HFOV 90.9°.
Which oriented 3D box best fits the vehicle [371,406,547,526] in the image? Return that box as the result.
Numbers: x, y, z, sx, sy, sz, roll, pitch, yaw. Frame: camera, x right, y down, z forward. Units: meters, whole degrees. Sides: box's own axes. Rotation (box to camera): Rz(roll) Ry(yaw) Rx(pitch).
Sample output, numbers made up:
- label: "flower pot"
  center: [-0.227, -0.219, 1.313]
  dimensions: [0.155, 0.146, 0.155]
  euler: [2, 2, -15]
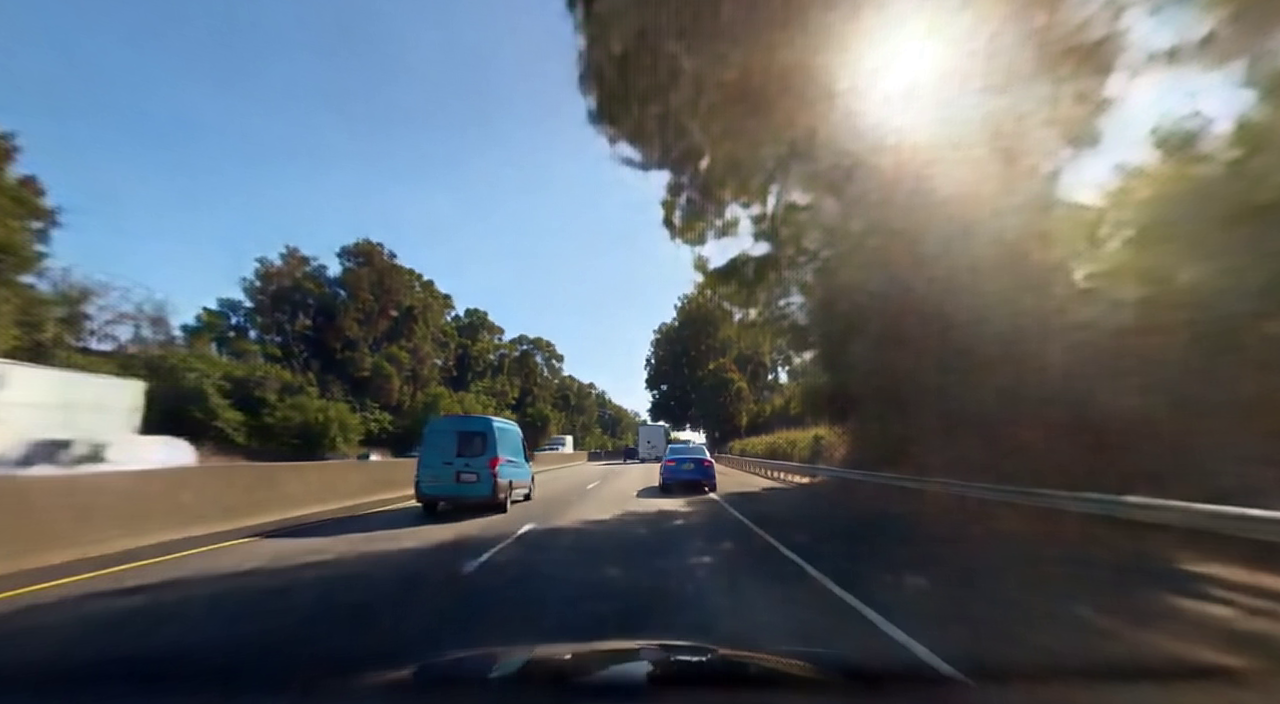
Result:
- label: "vehicle"
  center: [-3.483, 2.343, 13.387]
  dimensions: [2.217, 2.033, 4.975]
  euler: [0, -9, 0]

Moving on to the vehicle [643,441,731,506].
- label: "vehicle"
  center: [1.101, 3.120, 16.559]
  dimensions: [2.012, 1.485, 3.649]
  euler: [0, -9, 0]

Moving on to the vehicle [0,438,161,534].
- label: "vehicle"
  center: [-12.614, 2.661, 12.886]
  dimensions: [1.984, 1.727, 4.551]
  euler: [0, -9, 0]

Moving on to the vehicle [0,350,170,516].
- label: "vehicle"
  center: [-17.402, 1.681, 13.518]
  dimensions: [2.897, 4.077, 15.052]
  euler: [0, -9, 1]
